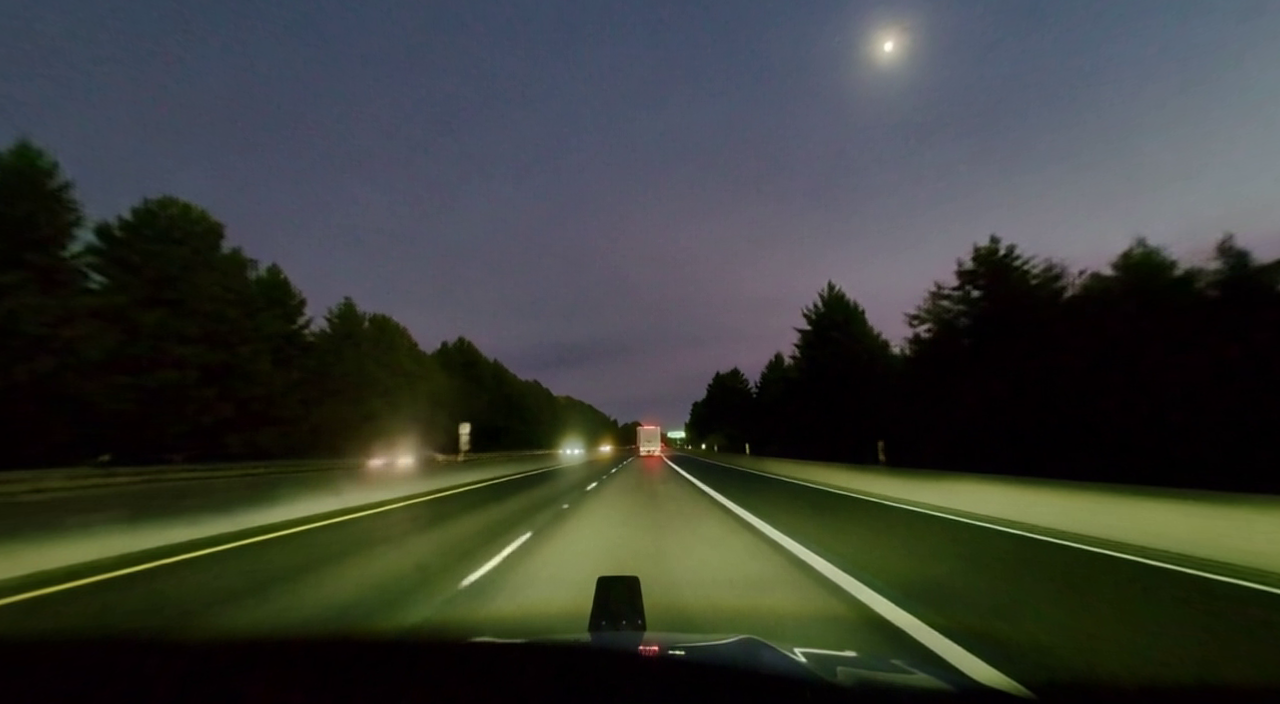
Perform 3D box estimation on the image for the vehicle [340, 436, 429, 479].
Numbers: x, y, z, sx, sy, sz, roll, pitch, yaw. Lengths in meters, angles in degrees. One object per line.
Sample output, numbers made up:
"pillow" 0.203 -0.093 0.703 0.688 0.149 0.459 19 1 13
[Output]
"vehicle" -11.843 4.937 29.680 2.034 1.856 4.993 0 -9 1
